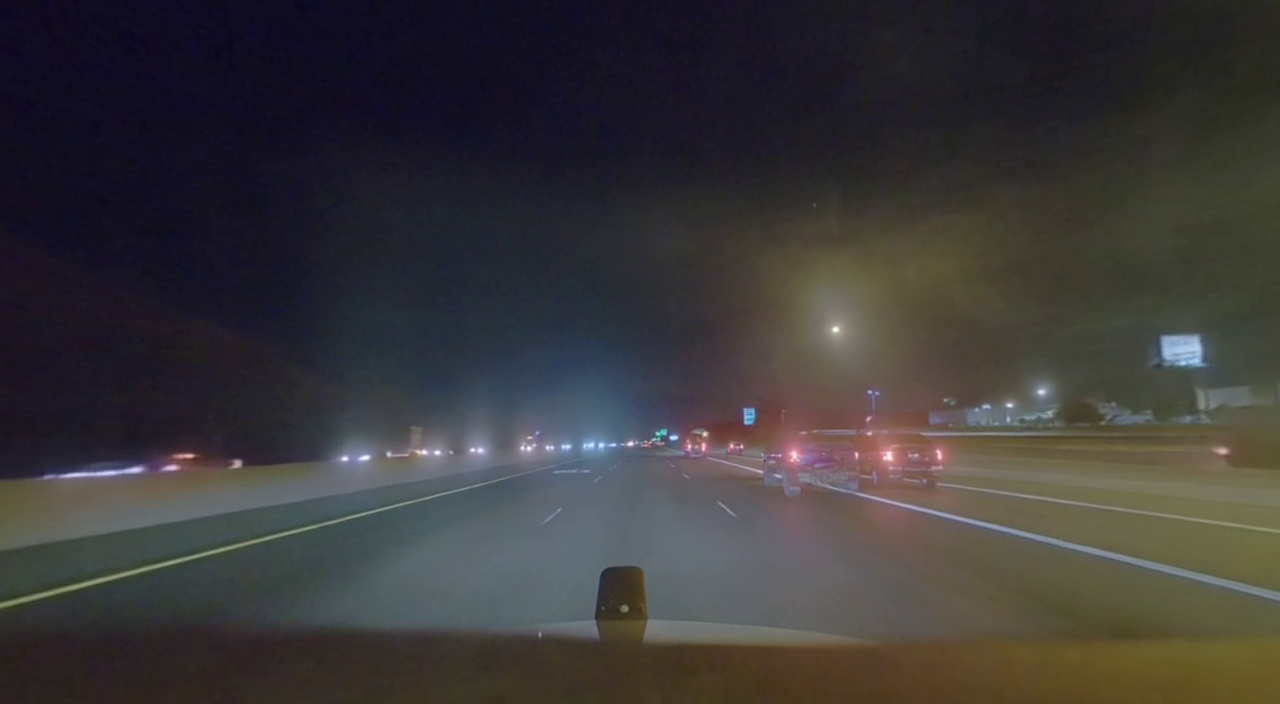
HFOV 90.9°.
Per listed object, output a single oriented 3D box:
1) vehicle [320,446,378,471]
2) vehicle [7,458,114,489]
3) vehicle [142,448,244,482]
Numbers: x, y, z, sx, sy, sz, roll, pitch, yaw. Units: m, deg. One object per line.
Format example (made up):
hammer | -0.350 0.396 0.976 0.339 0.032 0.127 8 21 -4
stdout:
vehicle | -21.357 7.822 46.519 1.997 1.681 4.625 0 -8 1
vehicle | -31.327 6.535 34.268 1.823 1.455 4.167 0 -8 0
vehicle | -24.958 6.295 35.506 2.030 1.772 4.969 0 -8 1
